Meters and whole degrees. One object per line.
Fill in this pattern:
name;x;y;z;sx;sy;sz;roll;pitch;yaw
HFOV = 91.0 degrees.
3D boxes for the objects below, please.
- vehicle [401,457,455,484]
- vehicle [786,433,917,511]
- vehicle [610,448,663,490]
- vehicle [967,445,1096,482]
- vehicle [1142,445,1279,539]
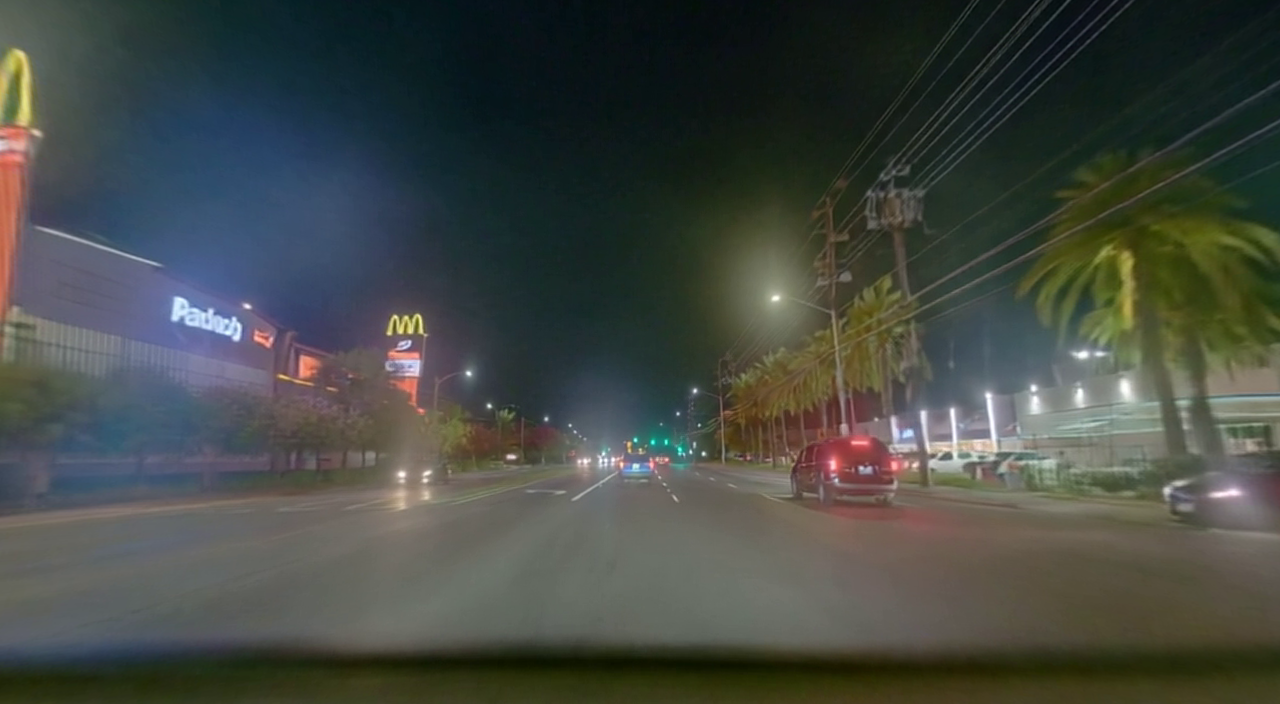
vehicle;-14.207;7.957;42.449;1.997;1.641;4.528;0;-9;1
vehicle;5.806;3.346;17.995;2.107;1.928;4.471;0;-9;0
vehicle;-0.166;5.023;27.406;2.138;1.672;4.168;0;-9;-1
vehicle;17.945;5.112;29.018;4.490;1.604;2.089;0;-9;1
vehicle;11.519;2.336;10.663;4.400;1.507;2.009;-6;-11;32
